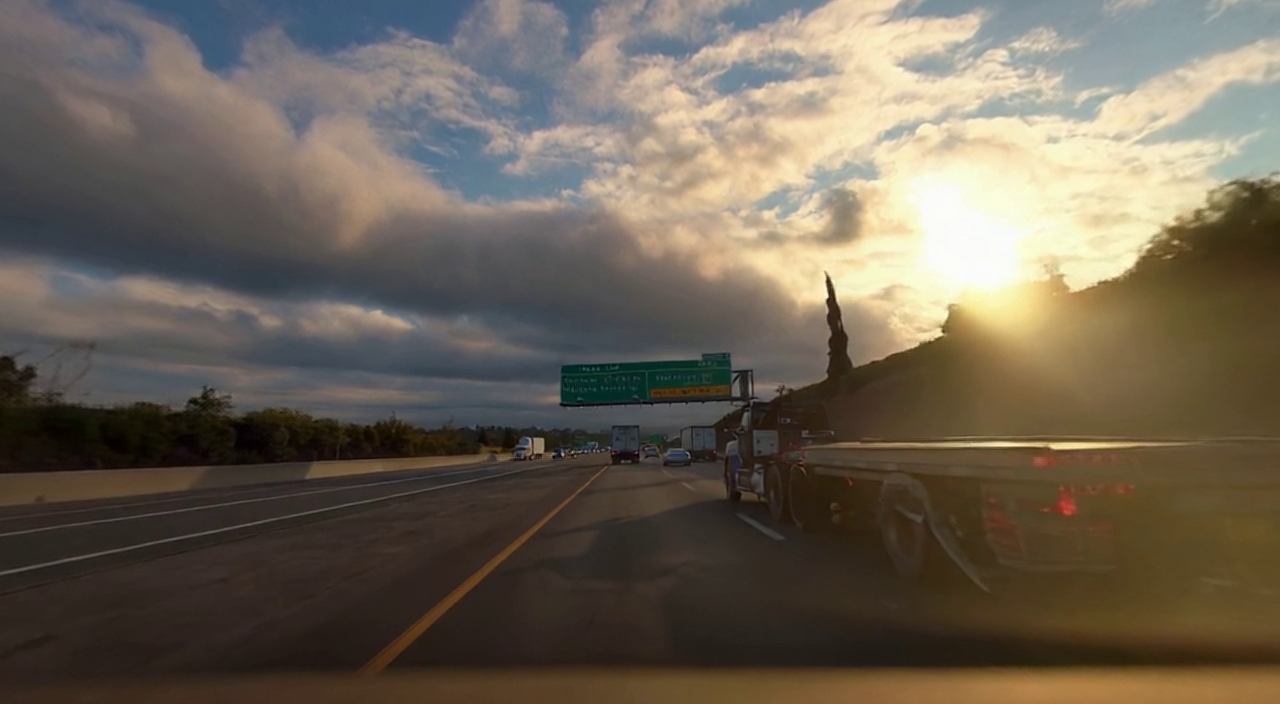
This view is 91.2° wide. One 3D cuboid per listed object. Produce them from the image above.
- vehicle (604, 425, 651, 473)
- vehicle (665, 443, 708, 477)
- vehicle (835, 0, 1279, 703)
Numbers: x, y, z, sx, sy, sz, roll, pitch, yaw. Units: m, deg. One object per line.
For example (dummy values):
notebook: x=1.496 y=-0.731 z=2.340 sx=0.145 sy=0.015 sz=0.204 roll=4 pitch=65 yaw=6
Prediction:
vehicle: x=-0.686 y=6.101 z=39.473 sx=2.506 sy=2.743 sz=6.093 roll=-1 pitch=-9 yaw=3
vehicle: x=2.474 y=5.742 z=33.450 sx=2.127 sy=1.642 sz=3.899 roll=-1 pitch=-9 yaw=3
vehicle: x=3.912 y=-0.085 z=3.446 sx=2.816 sy=4.086 sz=8.486 roll=0 pitch=-9 yaw=0
